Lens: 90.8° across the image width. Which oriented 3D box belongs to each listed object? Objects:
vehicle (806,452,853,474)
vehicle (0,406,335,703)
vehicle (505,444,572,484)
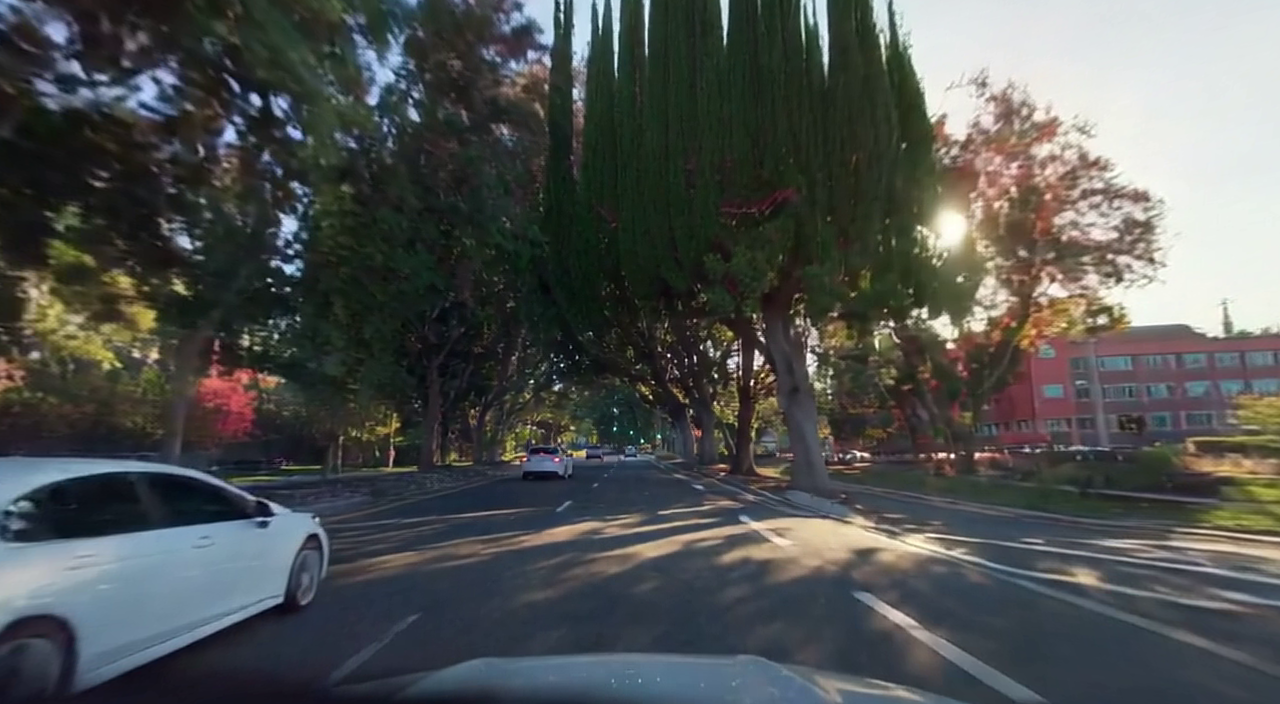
[{"bbox_3d":[13.785,8.084,46.220,1.993,1.412,3.978,0,-8,-3],"label":"vehicle"},{"bbox_3d":[-3.573,1.032,2.957,2.106,1.482,4.312,0,-8,0],"label":"vehicle"},{"bbox_3d":[-3.989,4.457,25.599,1.968,1.459,4.433,0,-8,0],"label":"vehicle"}]
